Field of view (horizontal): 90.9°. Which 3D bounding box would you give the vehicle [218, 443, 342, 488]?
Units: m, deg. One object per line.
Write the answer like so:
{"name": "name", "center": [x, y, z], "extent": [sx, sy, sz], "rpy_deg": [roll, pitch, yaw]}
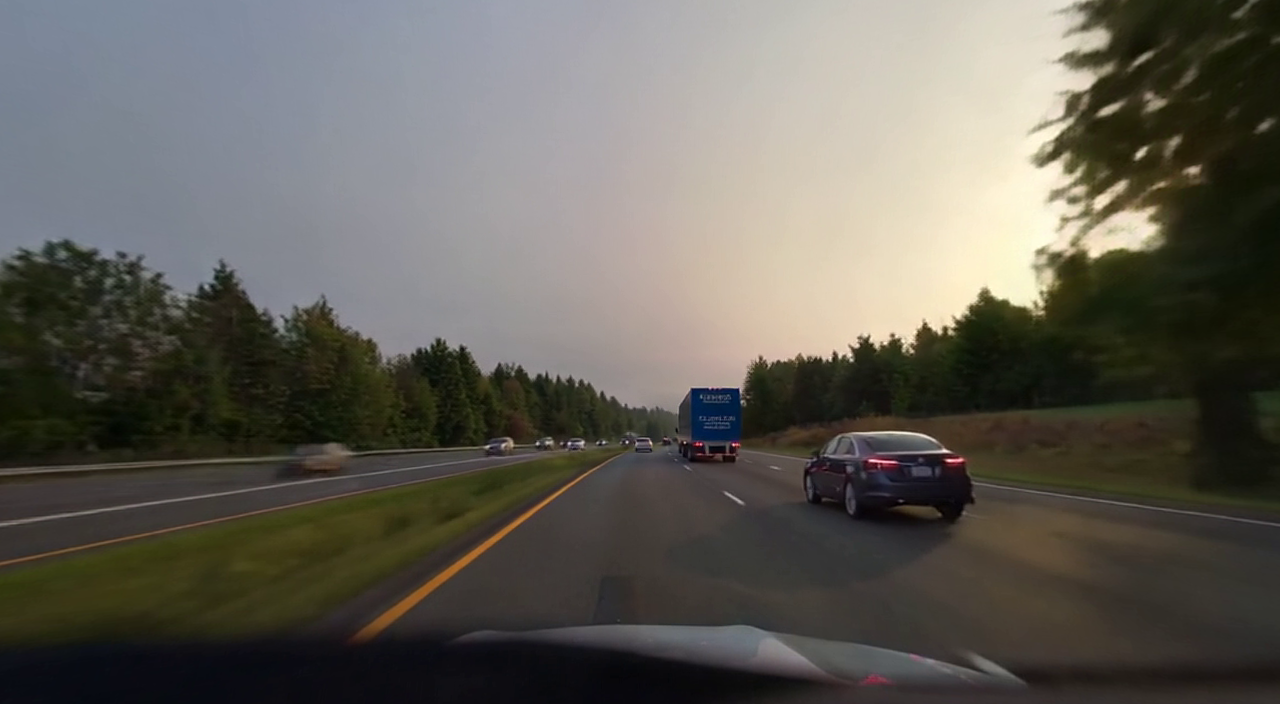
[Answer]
{"name": "vehicle", "center": [-13.600, 4.287, 24.228], "extent": [1.967, 1.455, 4.695], "rpy_deg": [-1, -8, 1]}

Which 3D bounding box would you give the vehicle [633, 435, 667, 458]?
{"name": "vehicle", "center": [0.703, 6.575, 43.915], "extent": [2.209, 1.499, 4.144], "rpy_deg": [-1, -8, 1]}

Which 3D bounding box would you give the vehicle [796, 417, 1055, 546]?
{"name": "vehicle", "center": [4.083, 1.886, 9.986], "extent": [2.028, 1.573, 4.207], "rpy_deg": [0, -8, -1]}

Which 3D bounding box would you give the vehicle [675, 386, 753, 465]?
{"name": "vehicle", "center": [4.232, 4.730, 39.661], "extent": [3.171, 4.072, 13.784], "rpy_deg": [0, -8, 0]}
